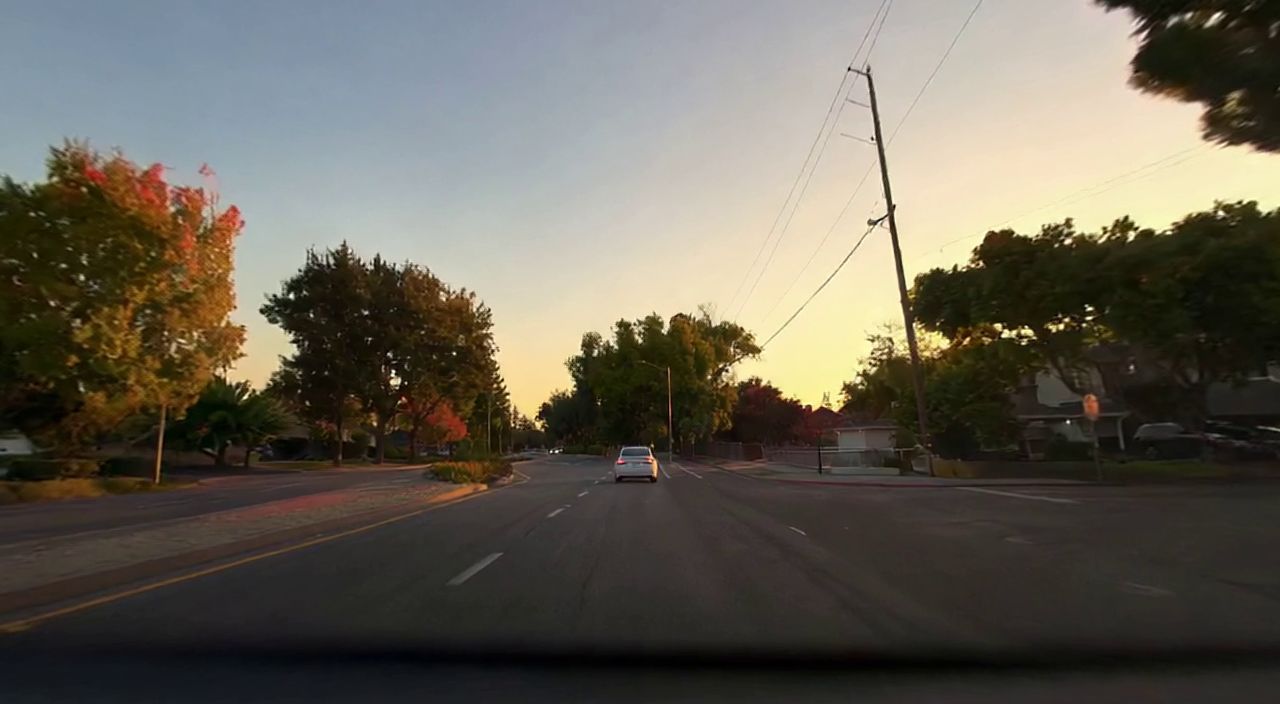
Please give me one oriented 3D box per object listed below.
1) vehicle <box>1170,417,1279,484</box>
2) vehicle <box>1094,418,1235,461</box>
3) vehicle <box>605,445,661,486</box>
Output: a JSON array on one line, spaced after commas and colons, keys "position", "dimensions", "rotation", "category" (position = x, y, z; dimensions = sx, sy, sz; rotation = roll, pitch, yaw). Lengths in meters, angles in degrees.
[{"position": [19.071, 2.878, 18.487], "dimensions": [5.018, 1.844, 2.156], "rotation": [0, -8, 0], "category": "vehicle"}, {"position": [21.543, 3.638, 26.156], "dimensions": [1.928, 1.614, 4.267], "rotation": [1, -8, -5], "category": "vehicle"}, {"position": [-0.228, 4.375, 24.654], "dimensions": [2.009, 1.456, 4.003], "rotation": [0, -8, 1], "category": "vehicle"}]
